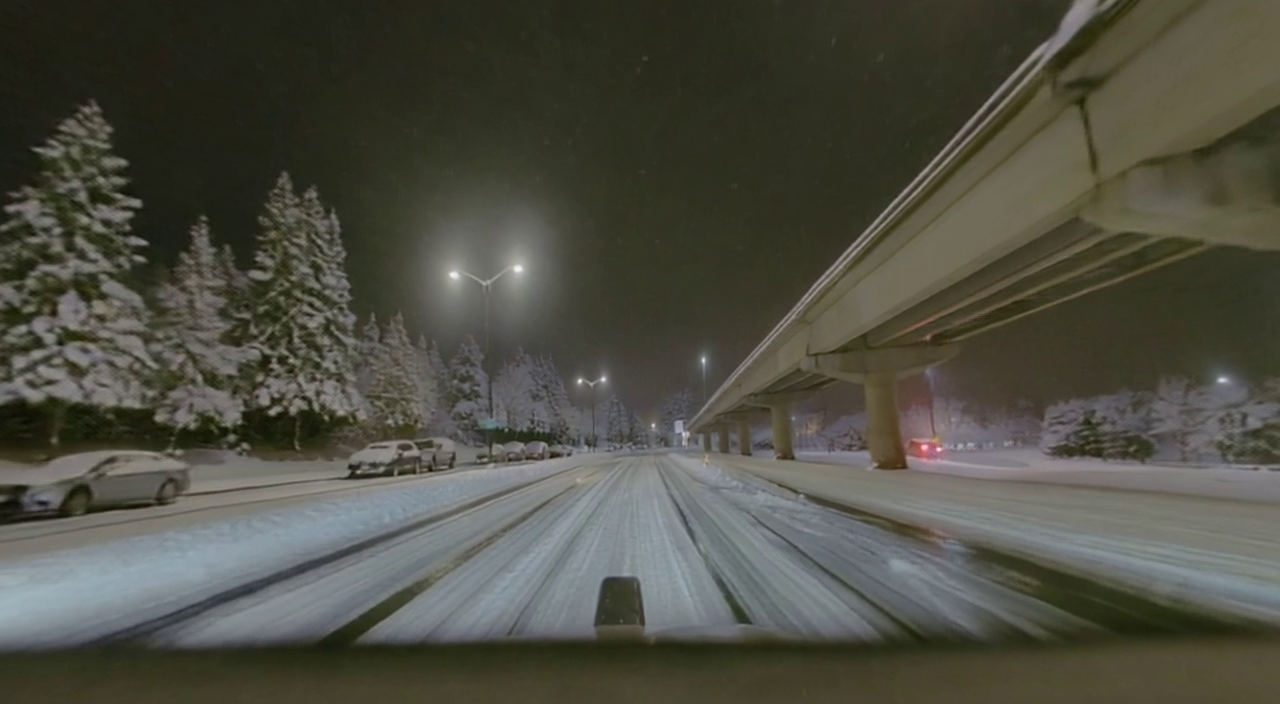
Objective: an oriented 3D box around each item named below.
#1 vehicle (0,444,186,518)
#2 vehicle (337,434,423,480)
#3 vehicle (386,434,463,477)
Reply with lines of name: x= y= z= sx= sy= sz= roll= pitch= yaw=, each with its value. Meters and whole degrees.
vehicle: x=-13.644 y=3.042 z=15.361 sx=1.847 sy=1.498 sz=4.368 roll=1 pitch=-10 yaw=2
vehicle: x=-13.026 y=5.298 z=32.117 sx=2.136 sy=2.016 sz=5.354 roll=2 pitch=-9 yaw=-2
vehicle: x=-12.961 y=6.251 z=38.581 sx=2.307 sy=2.349 sz=6.335 roll=1 pitch=-8 yaw=1
